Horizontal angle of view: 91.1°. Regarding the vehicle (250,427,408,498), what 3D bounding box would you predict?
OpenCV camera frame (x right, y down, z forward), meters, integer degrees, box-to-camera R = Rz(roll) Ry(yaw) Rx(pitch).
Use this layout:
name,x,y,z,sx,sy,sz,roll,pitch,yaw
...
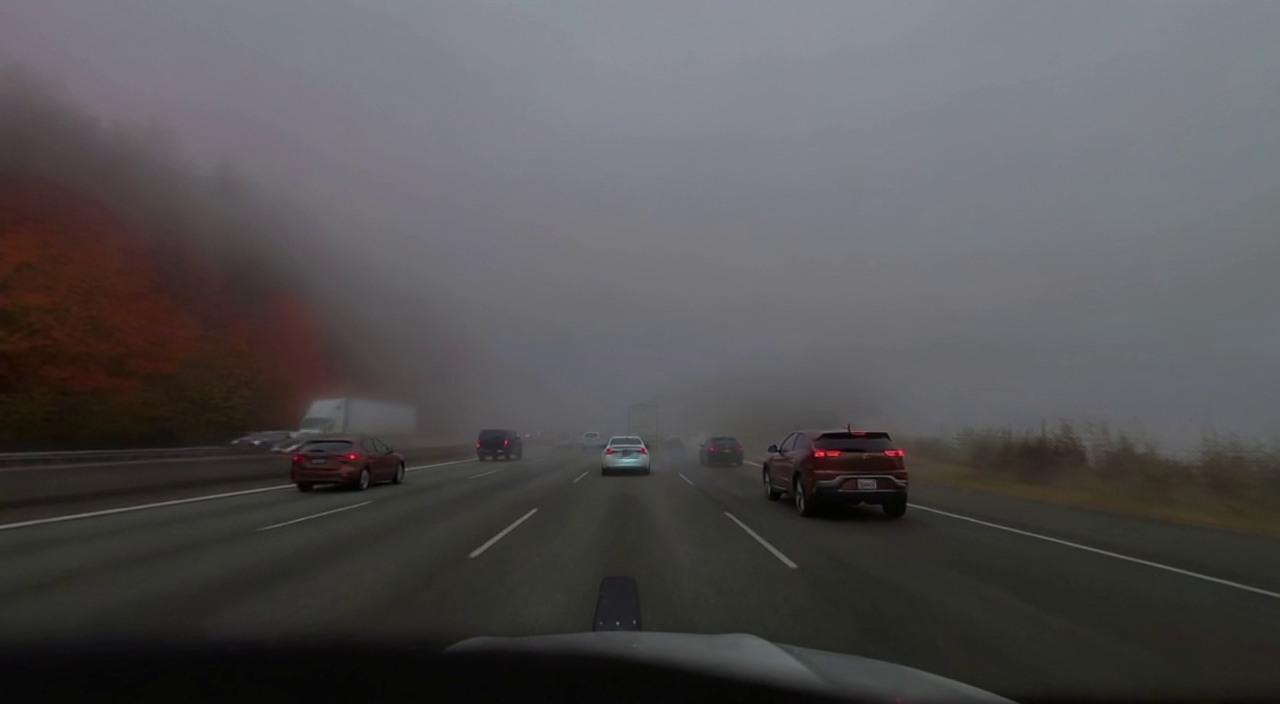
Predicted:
name,x,y,z,sx,sy,sz,roll,pitch,yaw
vehicle,-7.541,2.692,15.772,1.934,1.526,3.966,0,-8,0

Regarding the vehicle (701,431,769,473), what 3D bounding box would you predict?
name,x,y,z,sx,sy,sz,roll,pitch,yaw
vehicle,3.635,3.903,24.867,1.972,1.516,4.514,0,-8,0

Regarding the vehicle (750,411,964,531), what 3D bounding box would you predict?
name,x,y,z,sx,sy,sz,roll,pitch,yaw
vehicle,3.421,1.952,11.000,2.095,1.650,4.331,0,-8,-1

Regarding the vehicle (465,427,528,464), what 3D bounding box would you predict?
name,x,y,z,sx,sy,sz,roll,pitch,yaw
vehicle,-7.482,4.926,33.330,2.117,1.779,4.745,0,-8,1

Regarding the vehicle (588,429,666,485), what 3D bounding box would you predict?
name,x,y,z,sx,sy,sz,roll,pitch,yaw
vehicle,-0.391,3.159,19.350,2.111,1.494,4.364,0,-8,-1

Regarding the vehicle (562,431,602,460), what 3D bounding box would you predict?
name,x,y,z,sx,sy,sz,roll,pitch,yaw
vehicle,-3.571,5.827,39.446,2.064,1.672,4.277,0,-8,1
